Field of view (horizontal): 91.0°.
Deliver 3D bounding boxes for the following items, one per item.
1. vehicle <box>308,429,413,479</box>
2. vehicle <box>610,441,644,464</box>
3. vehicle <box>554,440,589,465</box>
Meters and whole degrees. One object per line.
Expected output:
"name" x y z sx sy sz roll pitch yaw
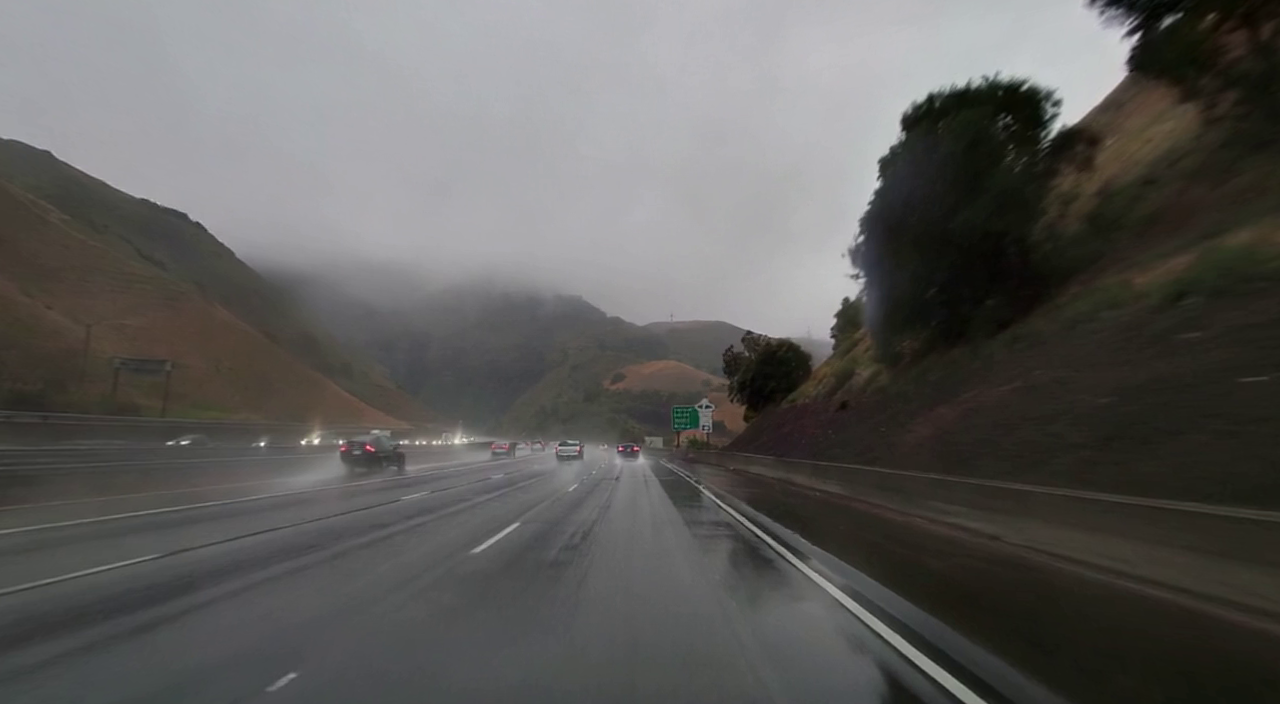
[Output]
"vehicle" -11.868 4.377 27.228 2.219 1.923 4.985 0 -8 0
"vehicle" -0.976 7.387 46.501 2.421 1.594 4.248 0 -9 -2
"vehicle" -4.790 7.117 44.660 2.060 1.631 4.214 0 -8 -1
